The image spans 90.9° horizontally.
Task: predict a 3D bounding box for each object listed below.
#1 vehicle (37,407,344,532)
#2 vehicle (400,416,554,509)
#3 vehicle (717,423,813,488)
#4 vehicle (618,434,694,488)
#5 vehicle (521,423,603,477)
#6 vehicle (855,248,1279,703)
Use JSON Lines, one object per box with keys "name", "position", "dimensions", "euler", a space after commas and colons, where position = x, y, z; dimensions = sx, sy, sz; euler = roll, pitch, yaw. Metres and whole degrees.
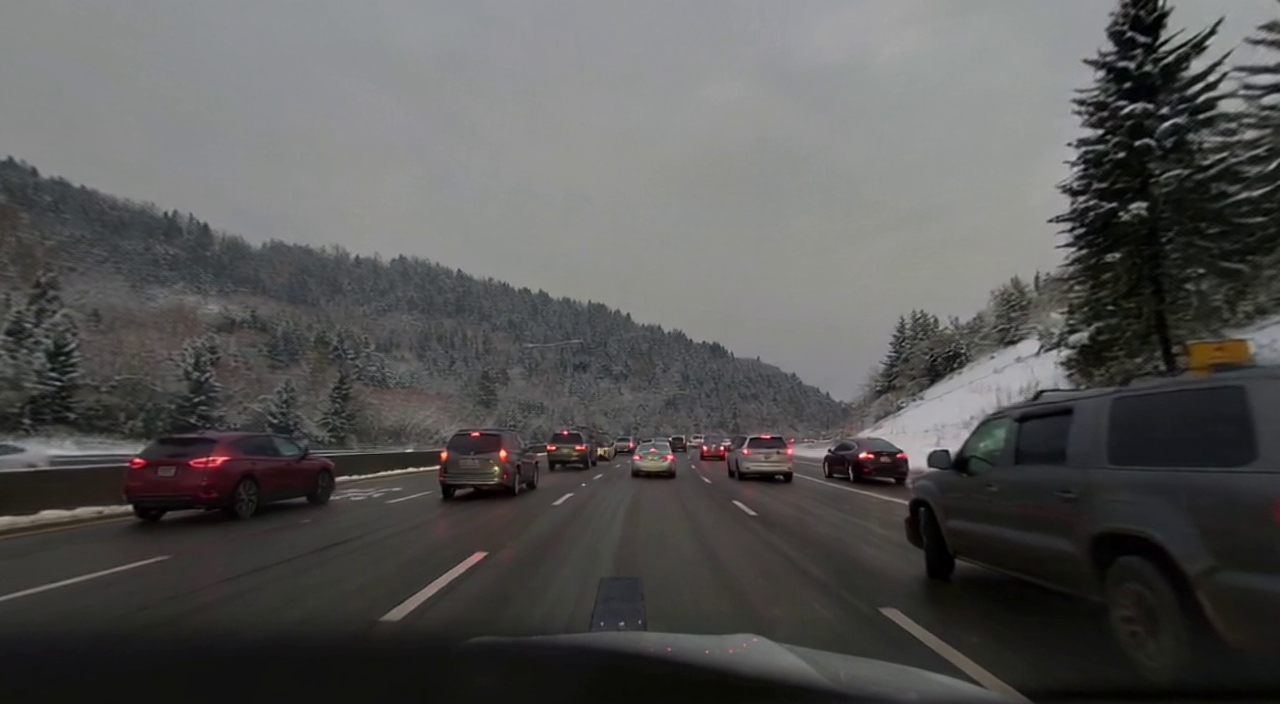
{"name": "vehicle", "position": [-7.690, 2.056, 11.628], "dimensions": [2.017, 1.810, 4.782], "euler": [0, -8, 1]}
{"name": "vehicle", "position": [-3.383, 2.404, 14.138], "dimensions": [2.179, 1.723, 4.410], "euler": [0, -8, 1]}
{"name": "vehicle", "position": [3.726, 3.183, 19.718], "dimensions": [2.046, 1.765, 4.534], "euler": [0, -8, 0]}
{"name": "vehicle", "position": [0.488, 3.311, 19.580], "dimensions": [2.105, 1.471, 4.349], "euler": [0, -8, 1]}
{"name": "vehicle", "position": [-2.956, 3.898, 25.213], "dimensions": [2.301, 1.902, 5.374], "euler": [0, -8, 3]}
{"name": "vehicle", "position": [3.480, 0.891, 4.285], "dimensions": [2.266, 1.929, 5.194], "euler": [0, -8, 1]}
